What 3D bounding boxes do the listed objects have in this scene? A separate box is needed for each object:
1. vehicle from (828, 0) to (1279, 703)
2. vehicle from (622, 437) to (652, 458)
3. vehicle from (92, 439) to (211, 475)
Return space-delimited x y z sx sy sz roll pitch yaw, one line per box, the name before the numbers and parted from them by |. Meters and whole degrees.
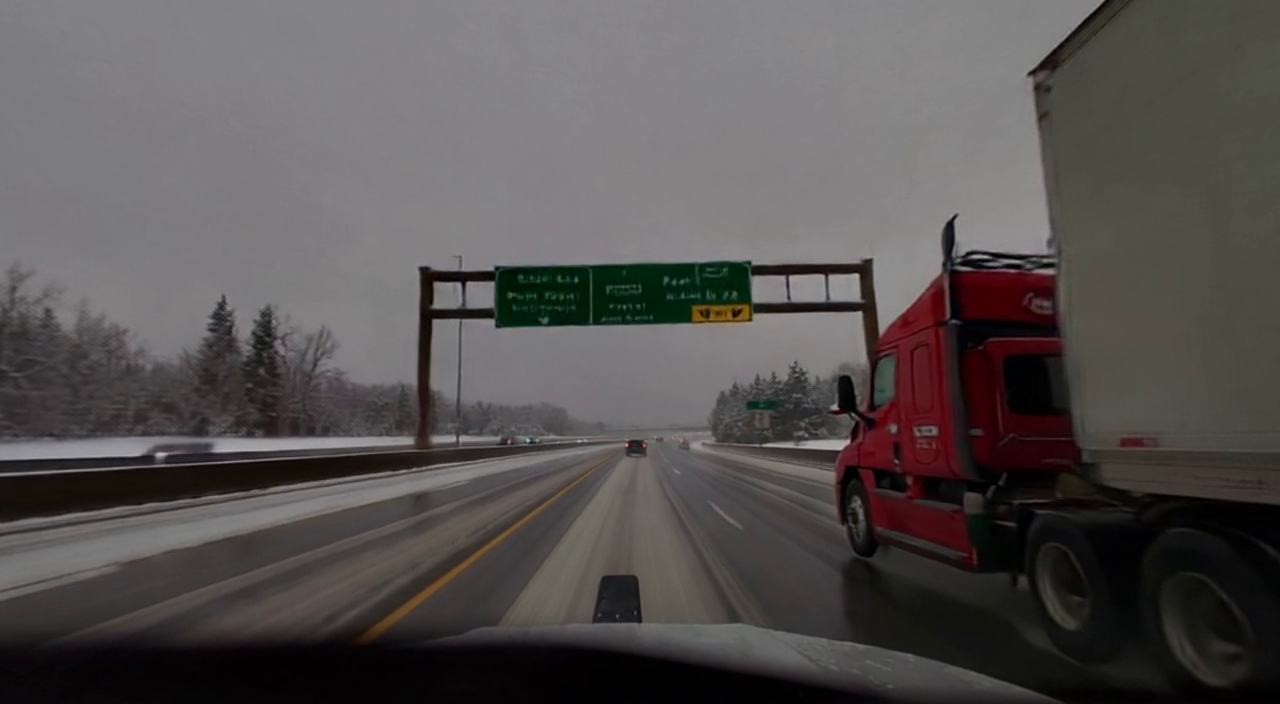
vehicle | 3.704 -0.023 3.627 3.222 3.915 6.030 0 -8 -1
vehicle | -0.211 7.183 47.554 2.140 1.475 3.969 0 -8 0
vehicle | -22.080 4.713 28.750 1.883 1.492 4.375 0 -8 0
